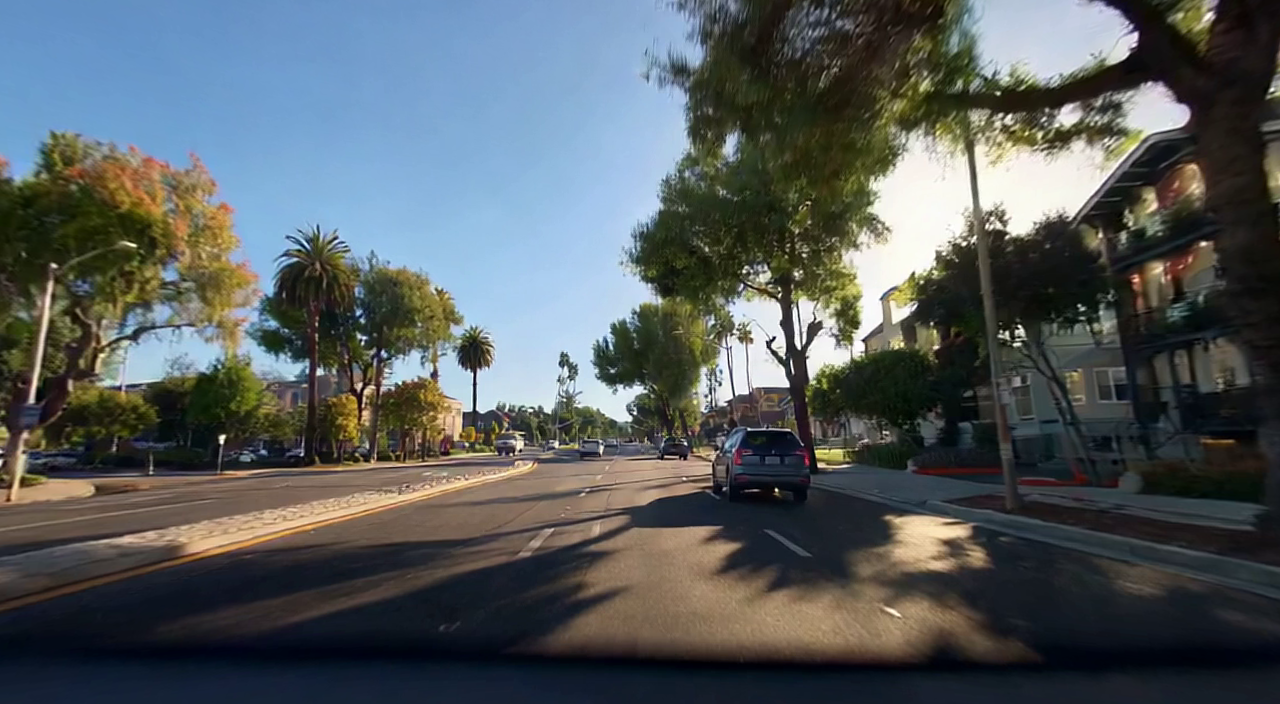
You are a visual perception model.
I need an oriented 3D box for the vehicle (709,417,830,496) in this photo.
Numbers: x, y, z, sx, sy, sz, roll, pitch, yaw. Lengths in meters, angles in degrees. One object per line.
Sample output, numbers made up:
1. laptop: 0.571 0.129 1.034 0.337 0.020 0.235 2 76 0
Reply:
1. vehicle: 3.431 2.902 17.781 2.244 1.901 4.561 0 -8 -3
